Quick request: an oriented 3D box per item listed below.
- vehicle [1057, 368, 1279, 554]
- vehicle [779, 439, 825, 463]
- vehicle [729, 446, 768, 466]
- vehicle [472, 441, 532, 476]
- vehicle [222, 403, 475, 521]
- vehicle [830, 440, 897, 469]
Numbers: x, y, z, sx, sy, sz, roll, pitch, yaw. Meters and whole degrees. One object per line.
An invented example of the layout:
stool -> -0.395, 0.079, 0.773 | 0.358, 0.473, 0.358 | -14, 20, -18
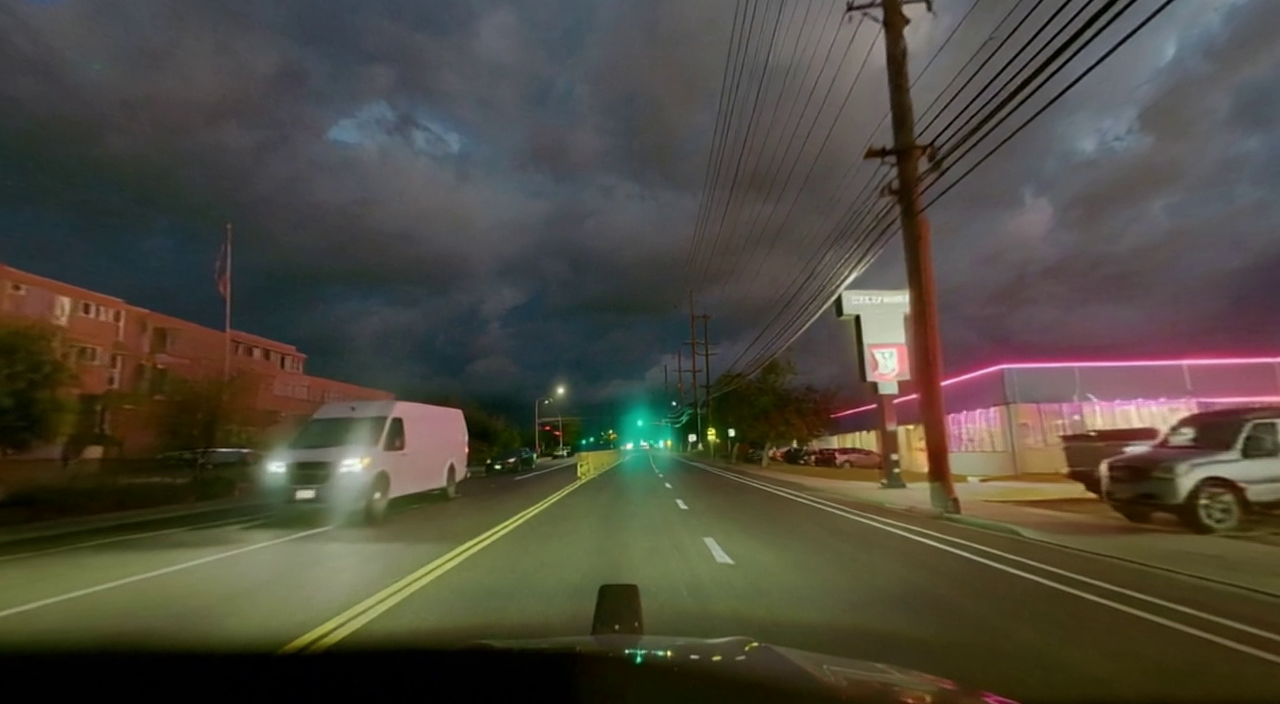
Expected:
vehicle -> 9.971, 1.758, 10.629 | 6.532, 2.291, 2.575 | 6, -10, -36
vehicle -> 12.581, 7.738, 49.316 | 2.051, 1.811, 5.330 | 0, -9, -1
vehicle -> 8.175, 7.843, 47.814 | 1.869, 1.428, 4.250 | 0, -9, -5
vehicle -> -7.341, 5.704, 34.031 | 2.242, 1.741, 4.519 | 0, -8, -1
vehicle -> -6.918, 2.782, 16.547 | 2.909, 2.362, 7.390 | -1, -8, 2
vehicle -> 12.969, 5.975, 36.912 | 2.143, 1.518, 4.893 | 0, -8, 0
